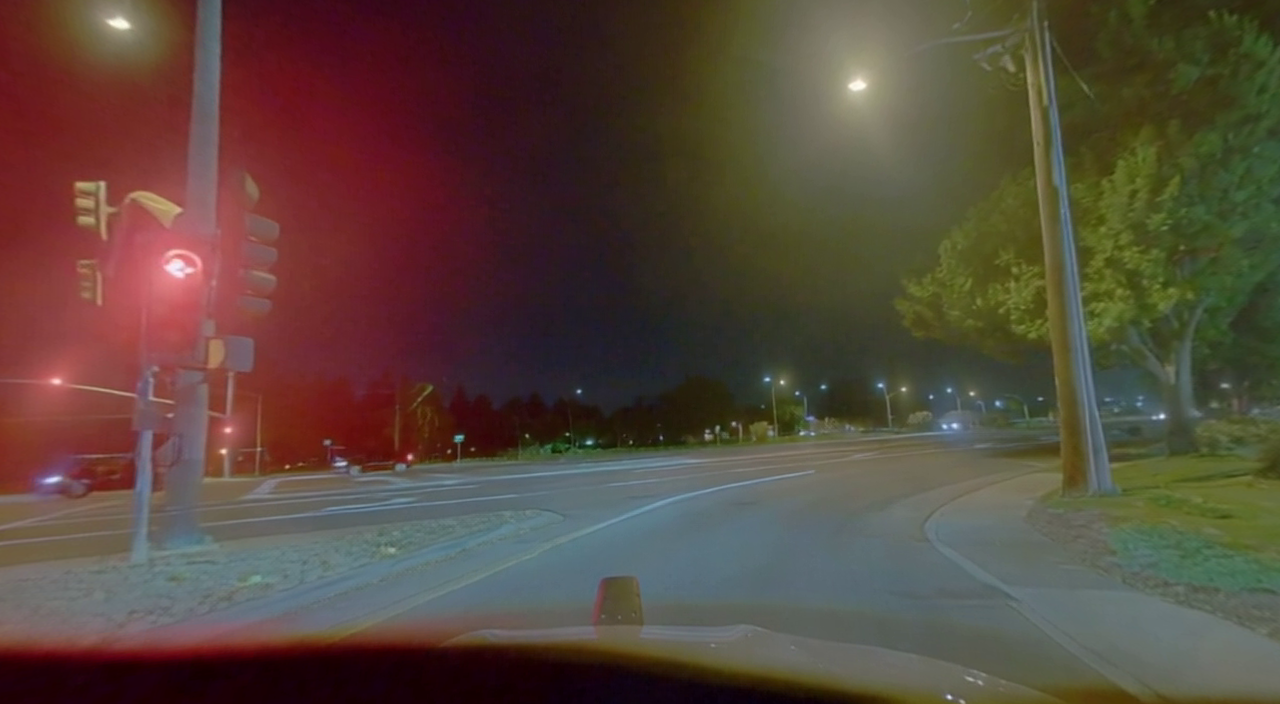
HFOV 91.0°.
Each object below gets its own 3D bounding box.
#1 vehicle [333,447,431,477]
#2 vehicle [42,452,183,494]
[{"bbox_3d":[-13.901,5.905,34.085,1.811,1.444,4.527,-9,-12,44],"label":"vehicle"},{"bbox_3d":[-24.800,5.630,29.732,4.782,1.776,2.118,8,-12,-44],"label":"vehicle"}]
